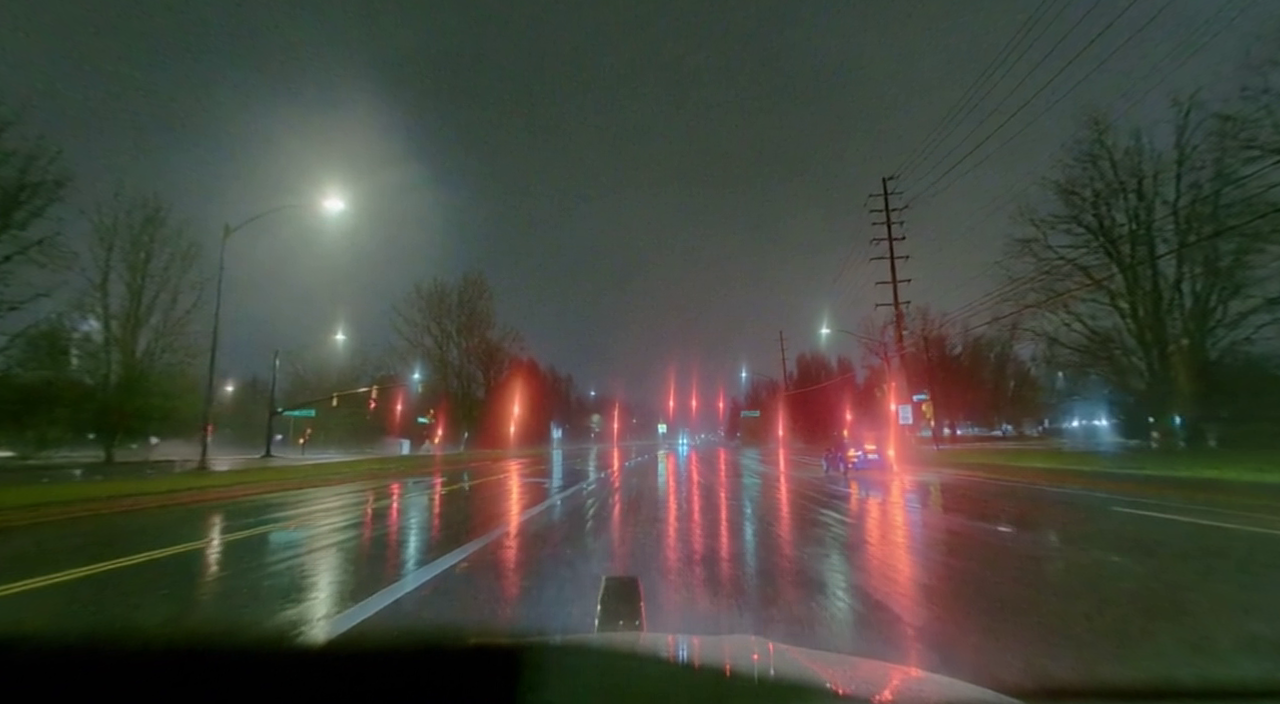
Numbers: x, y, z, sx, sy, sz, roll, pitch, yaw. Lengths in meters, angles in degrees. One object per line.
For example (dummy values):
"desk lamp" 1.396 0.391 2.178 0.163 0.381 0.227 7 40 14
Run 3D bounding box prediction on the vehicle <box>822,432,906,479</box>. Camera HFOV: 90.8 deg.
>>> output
"vehicle" 7.988 3.728 22.918 1.797 1.544 3.685 0 -8 2
